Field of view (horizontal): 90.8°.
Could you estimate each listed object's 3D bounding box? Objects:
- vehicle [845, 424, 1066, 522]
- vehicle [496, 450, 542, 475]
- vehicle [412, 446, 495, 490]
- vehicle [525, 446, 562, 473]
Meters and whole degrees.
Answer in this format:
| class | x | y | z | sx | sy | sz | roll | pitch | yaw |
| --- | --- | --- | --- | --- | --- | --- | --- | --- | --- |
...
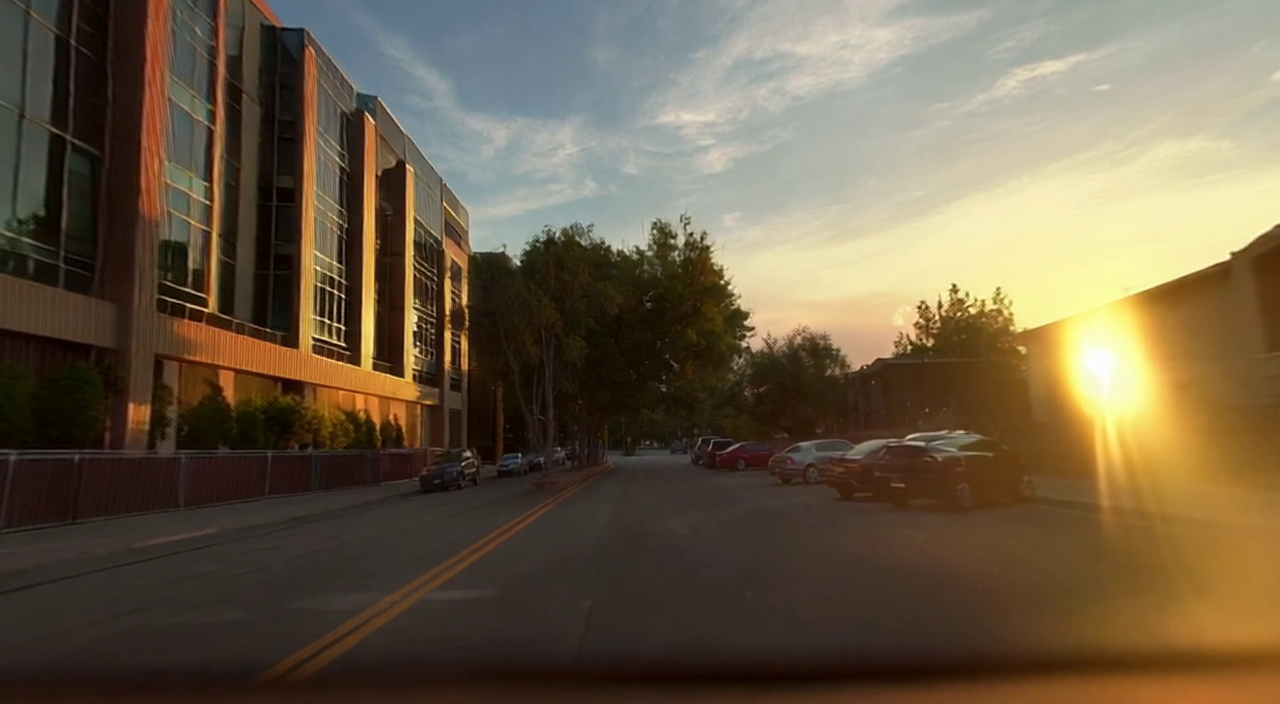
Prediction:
| class | x | y | z | sx | sy | sz | roll | pitch | yaw |
| --- | --- | --- | --- | --- | --- | --- | --- | --- | --- |
| vehicle | 6.421 | 2.365 | 12.837 | 3.954 | 1.666 | 2.213 | 6 | -10 | -33 |
| vehicle | -7.815 | 7.199 | 41.383 | 1.911 | 1.497 | 4.738 | 0 | -8 | 2 |
| vehicle | -7.798 | 4.852 | 26.900 | 2.172 | 1.707 | 4.273 | 0 | -8 | 1 |
| vehicle | -7.324 | 8.157 | 48.367 | 1.957 | 1.693 | 4.588 | -2 | -6 | 1 |
